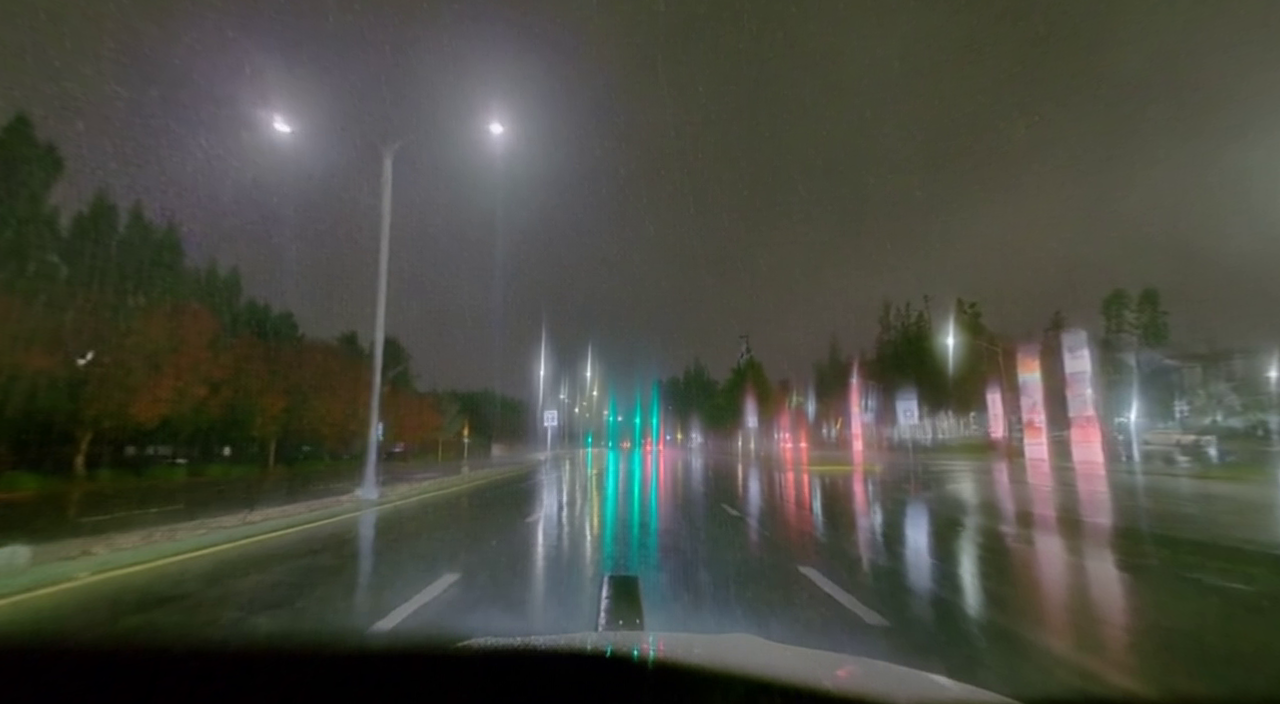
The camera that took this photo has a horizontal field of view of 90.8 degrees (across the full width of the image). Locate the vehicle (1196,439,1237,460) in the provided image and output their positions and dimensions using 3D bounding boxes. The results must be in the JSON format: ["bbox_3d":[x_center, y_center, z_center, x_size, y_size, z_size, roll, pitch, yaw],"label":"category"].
[{"bbox_3d":[42.332,7.130,46.442,1.973,1.476,4.358,-7,-11,40],"label":"vehicle"}]
